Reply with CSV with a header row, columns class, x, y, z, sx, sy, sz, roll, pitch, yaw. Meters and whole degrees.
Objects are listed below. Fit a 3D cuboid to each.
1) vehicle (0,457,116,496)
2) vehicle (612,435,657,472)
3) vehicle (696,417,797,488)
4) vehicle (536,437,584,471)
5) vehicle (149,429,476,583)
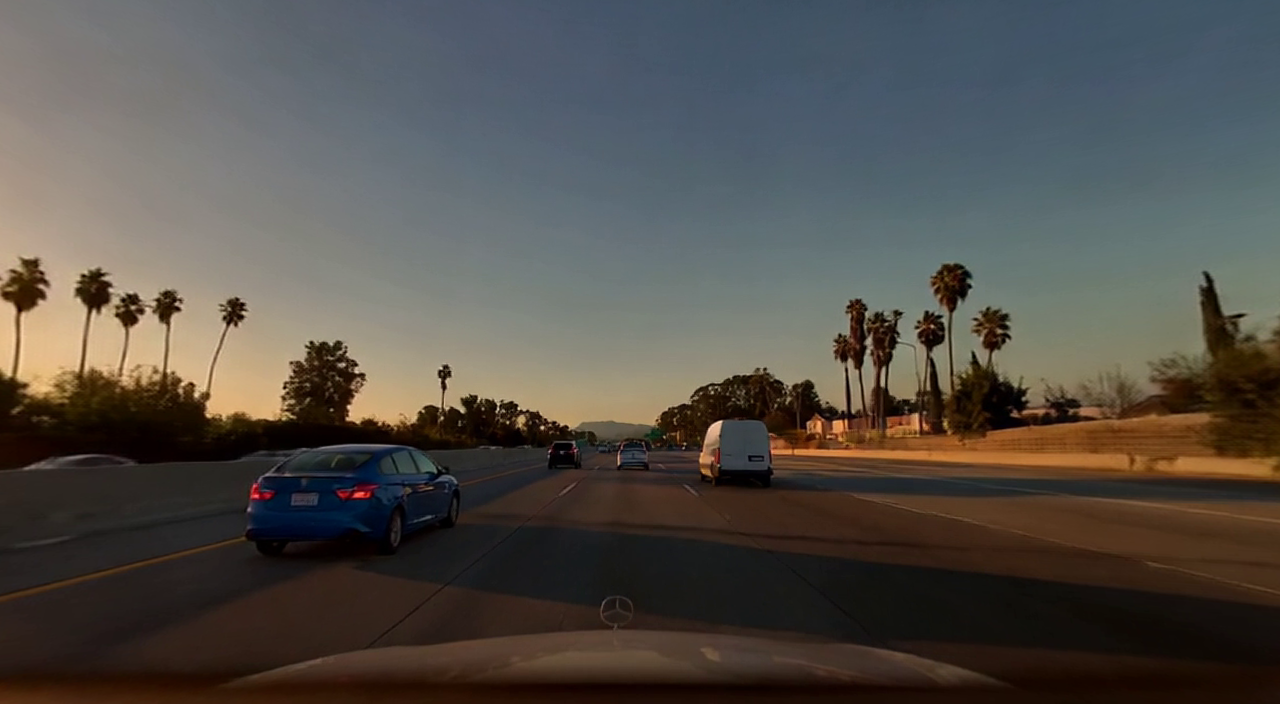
class,x,y,z,sx,sy,sz,roll,pitch,yaw
vehicle,-25.310,5.301,27.229,1.806,1.471,4.273,0,-9,0
vehicle,-0.285,5.375,33.560,2.212,1.786,4.198,0,-9,-1
vehicle,3.419,3.408,21.583,2.250,2.074,5.723,0,-9,-2
vehicle,-4.459,5.767,35.891,2.109,1.793,4.613,0,-9,0
vehicle,-3.757,1.829,8.380,1.991,1.469,4.381,0,-9,0
